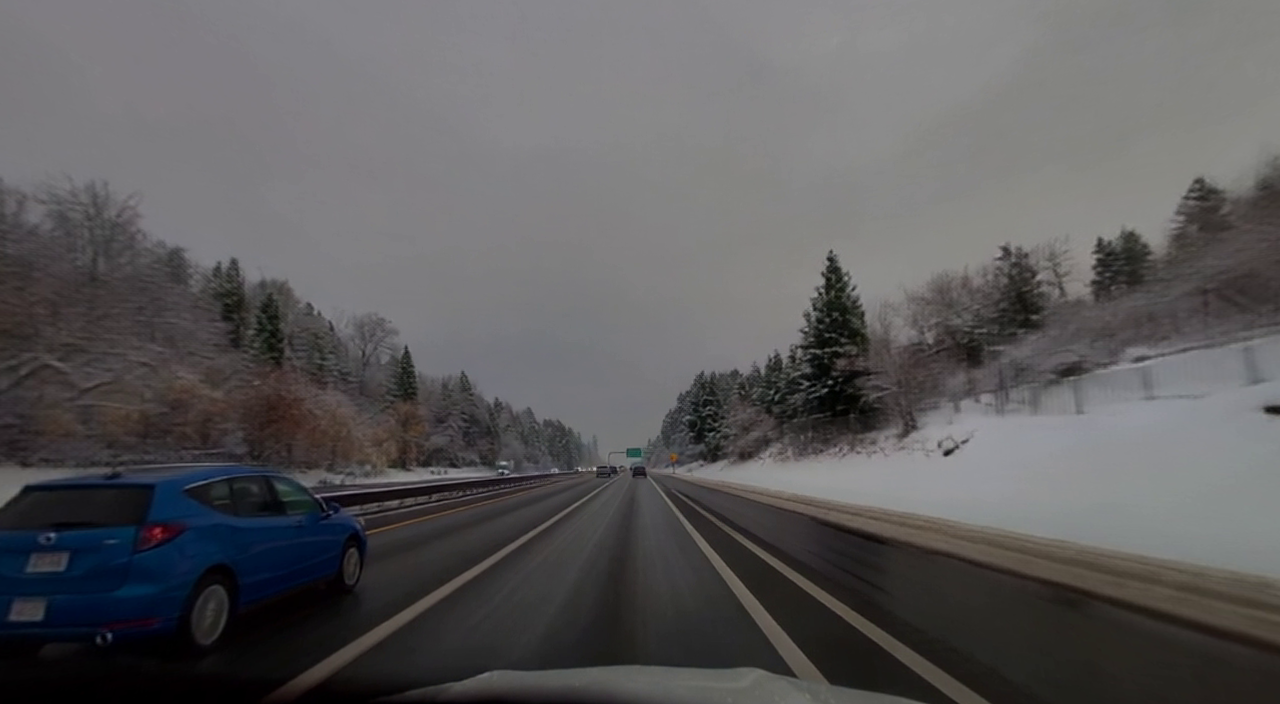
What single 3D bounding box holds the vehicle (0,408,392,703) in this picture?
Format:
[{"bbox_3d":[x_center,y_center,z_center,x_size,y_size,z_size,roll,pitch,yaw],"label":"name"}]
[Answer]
[{"bbox_3d":[-3.735,1.366,4.806,2.017,1.516,4.041,1,-11,0],"label":"vehicle"}]
